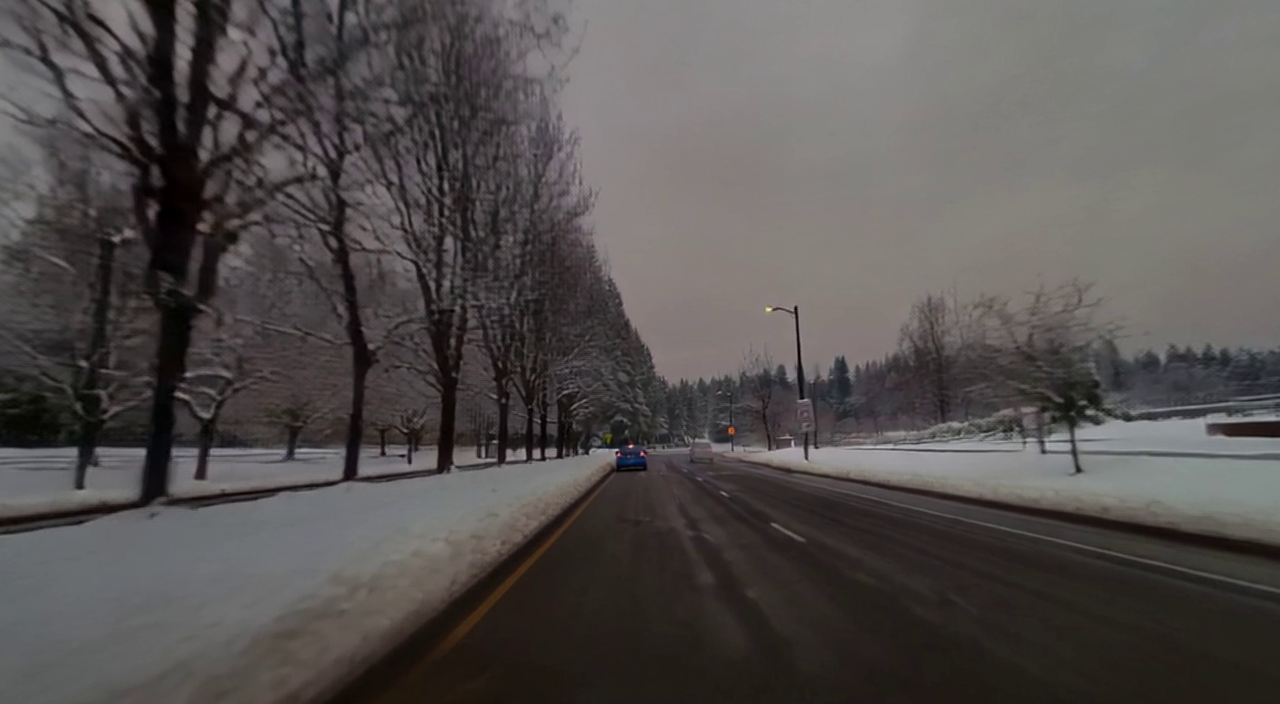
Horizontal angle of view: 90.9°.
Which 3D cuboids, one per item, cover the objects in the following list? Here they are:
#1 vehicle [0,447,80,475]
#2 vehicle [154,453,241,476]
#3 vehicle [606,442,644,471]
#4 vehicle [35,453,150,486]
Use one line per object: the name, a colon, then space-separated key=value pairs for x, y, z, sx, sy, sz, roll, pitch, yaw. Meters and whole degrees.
vehicle: x=-43.591 y=7.808 z=45.334 sx=4.608 sy=1.889 sz=2.148 roll=-1 pitch=-8 yaw=2
vehicle: x=-29.930 y=7.623 z=42.737 sx=4.468 sy=1.471 sz=1.879 roll=-1 pitch=-8 yaw=1
vehicle: x=-0.805 y=5.713 z=34.748 sx=1.978 sy=1.499 sz=3.915 roll=0 pitch=-8 yaw=0
vehicle: x=-30.261 y=6.493 z=34.979 sx=4.577 sy=1.467 sz=1.955 roll=-3 pitch=-9 yaw=-1
